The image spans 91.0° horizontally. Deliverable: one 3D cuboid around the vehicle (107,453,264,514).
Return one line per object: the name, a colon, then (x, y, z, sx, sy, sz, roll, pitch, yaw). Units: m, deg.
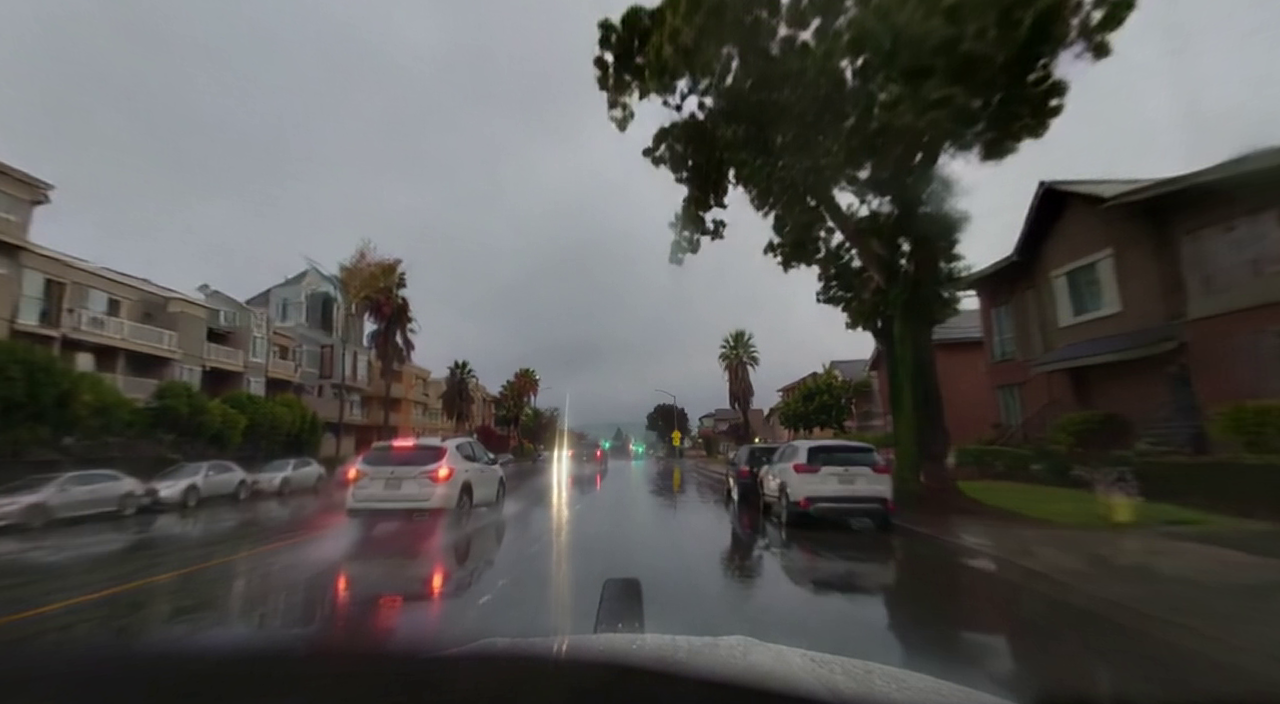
vehicle: (-13.785, 3.961, 19.475, 1.812, 1.467, 4.253, -4, -8, -2)

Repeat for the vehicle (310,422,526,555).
vehicle: (-3.173, 2.021, 9.990, 1.929, 1.651, 3.948, 0, -9, 0)

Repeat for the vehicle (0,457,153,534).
vehicle: (-13.731, 3.167, 14.394, 1.787, 1.461, 4.367, 0, -9, -2)

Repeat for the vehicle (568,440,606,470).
vehicle: (-3.408, 6.721, 41.277, 1.994, 1.810, 5.057, 0, -9, 1)

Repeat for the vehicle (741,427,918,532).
vehicle: (3.707, 2.605, 13.626, 2.125, 1.768, 5.544, 0, -9, 0)
